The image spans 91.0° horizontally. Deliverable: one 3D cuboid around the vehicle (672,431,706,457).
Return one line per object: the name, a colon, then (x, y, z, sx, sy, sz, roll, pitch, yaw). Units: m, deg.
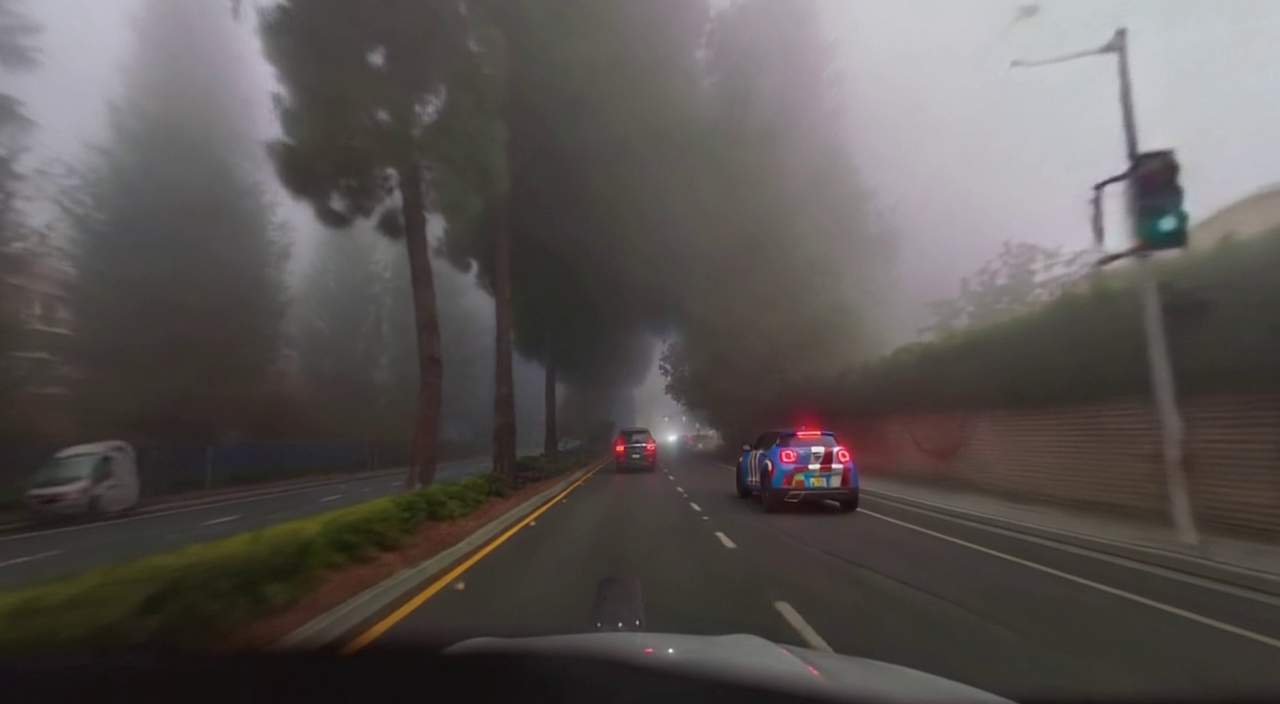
vehicle: (3.197, 6.114, 41.574, 1.863, 1.610, 3.726, 0, -9, -1)

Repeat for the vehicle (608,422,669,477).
vehicle: (-0.084, 3.406, 22.046, 1.984, 1.777, 3.148, 0, -9, -1)

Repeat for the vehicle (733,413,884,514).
vehicle: (3.201, 2.224, 12.918, 1.840, 1.709, 4.202, 0, -9, -1)
